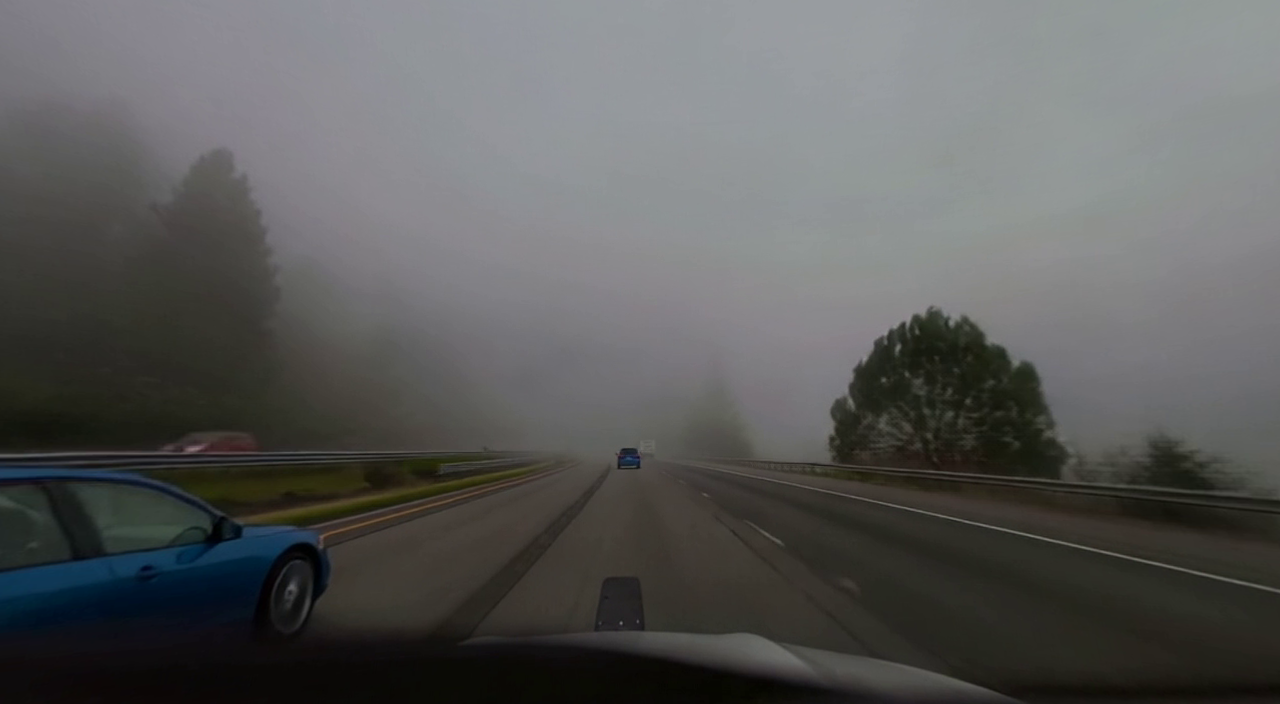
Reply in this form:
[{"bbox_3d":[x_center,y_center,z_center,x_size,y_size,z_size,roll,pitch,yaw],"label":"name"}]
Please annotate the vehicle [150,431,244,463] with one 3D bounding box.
[{"bbox_3d":[-21.738,4.696,31.146,1.775,1.464,4.111,0,-9,-3],"label":"vehicle"}]
